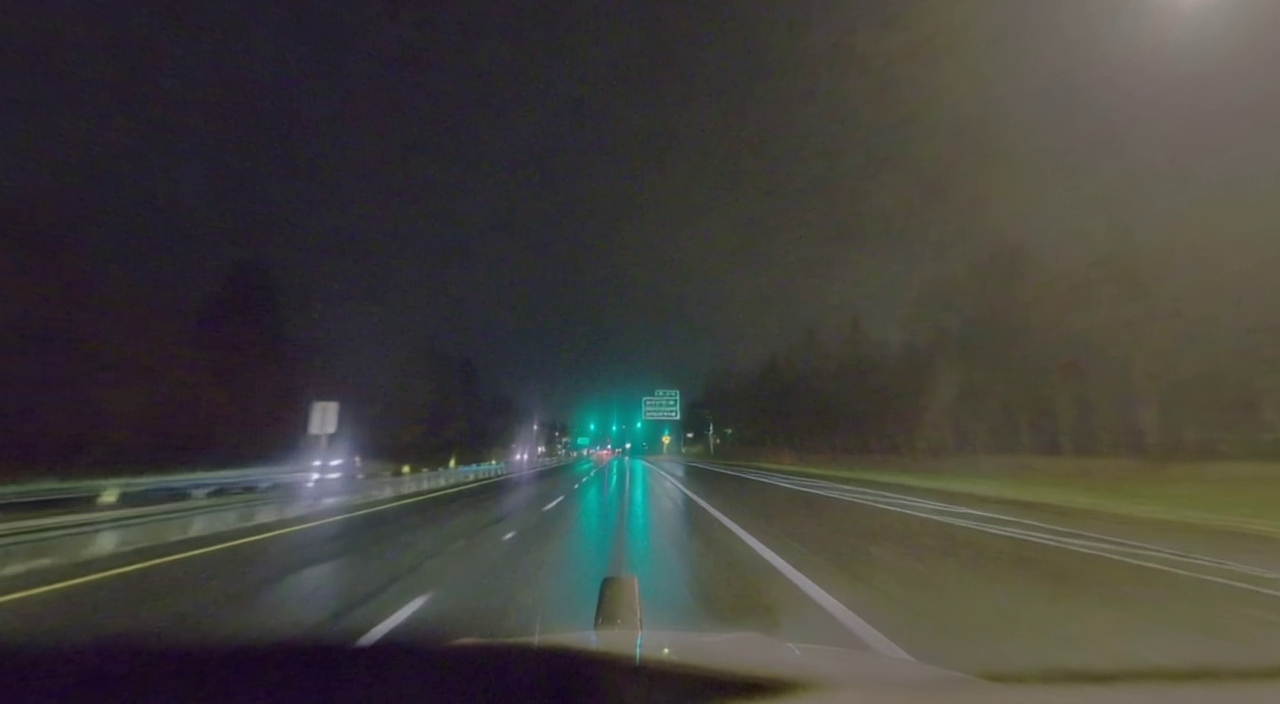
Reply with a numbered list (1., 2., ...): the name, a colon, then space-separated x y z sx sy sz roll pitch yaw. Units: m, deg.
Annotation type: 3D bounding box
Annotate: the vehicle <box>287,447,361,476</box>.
1. vehicle: -17.781 6.176 35.531 1.869 1.469 4.602 0 -9 -1
